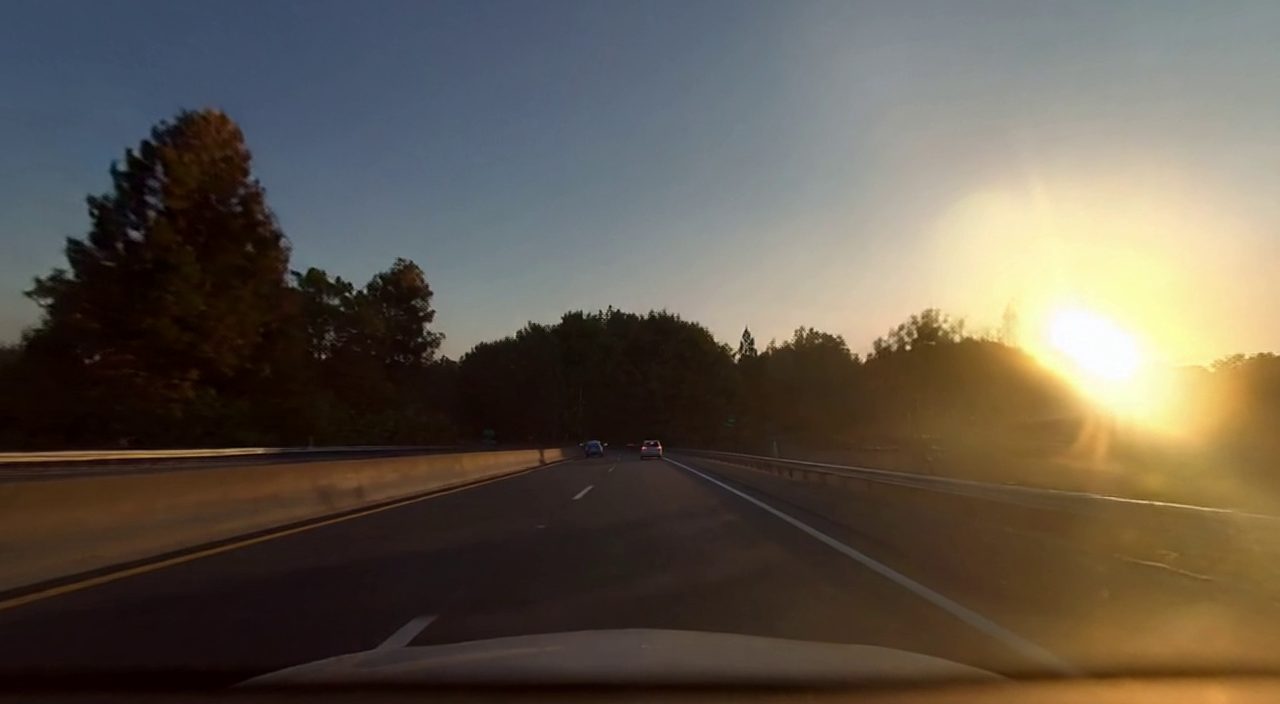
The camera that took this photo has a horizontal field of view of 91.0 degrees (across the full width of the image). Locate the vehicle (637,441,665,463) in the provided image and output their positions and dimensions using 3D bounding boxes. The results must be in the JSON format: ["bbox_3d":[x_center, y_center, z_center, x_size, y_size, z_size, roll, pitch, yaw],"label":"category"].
[{"bbox_3d":[0.758,7.283,46.104,1.966,1.542,3.979,0,-8,0],"label":"vehicle"}]
